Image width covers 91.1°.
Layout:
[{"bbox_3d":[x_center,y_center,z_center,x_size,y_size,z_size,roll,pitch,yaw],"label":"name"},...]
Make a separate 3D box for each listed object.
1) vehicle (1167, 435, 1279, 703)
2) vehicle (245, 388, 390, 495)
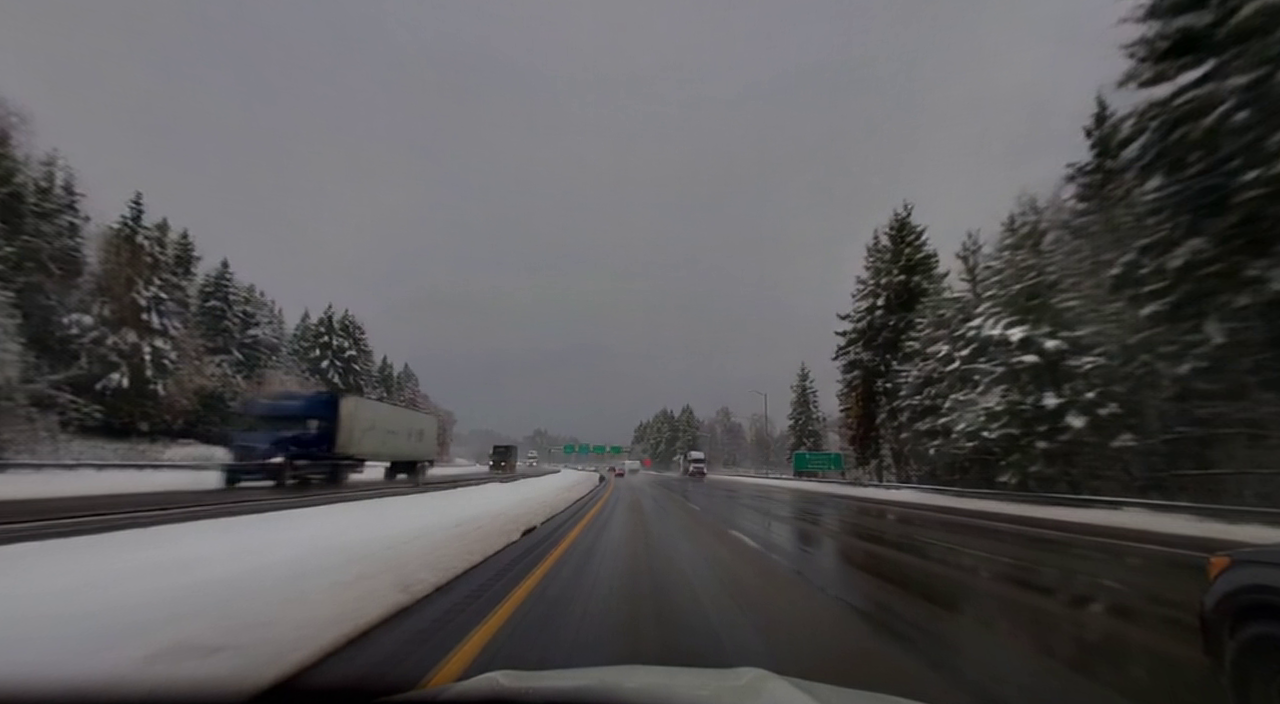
[{"bbox_3d":[3.874,0.830,1.031,1.965,1.502,4.599,1,-10,-1],"label":"vehicle"},{"bbox_3d":[-13.387,3.896,26.796,2.943,3.994,6.018,1,-10,-2],"label":"vehicle"}]
